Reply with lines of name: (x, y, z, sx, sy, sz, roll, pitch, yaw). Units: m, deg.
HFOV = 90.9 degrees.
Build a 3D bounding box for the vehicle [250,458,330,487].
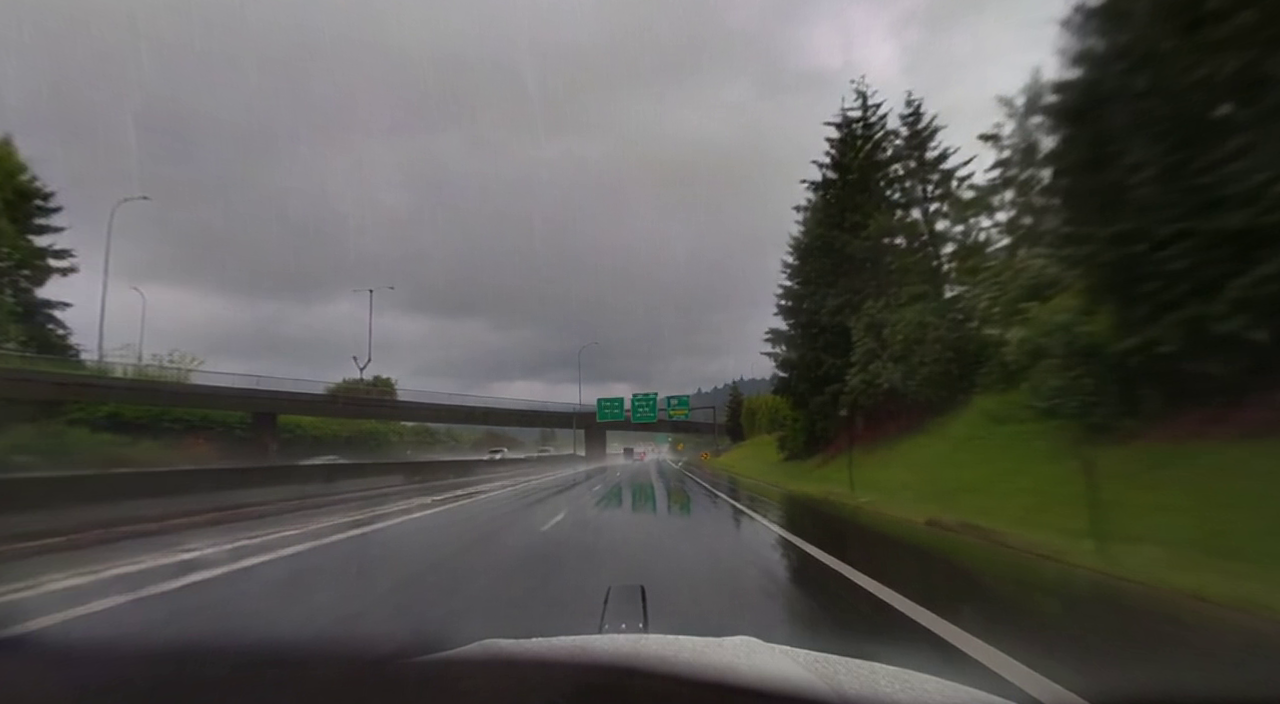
vehicle: (-20.159, 6.931, 36.543, 1.915, 1.503, 4.856, 0, -9, 0)
